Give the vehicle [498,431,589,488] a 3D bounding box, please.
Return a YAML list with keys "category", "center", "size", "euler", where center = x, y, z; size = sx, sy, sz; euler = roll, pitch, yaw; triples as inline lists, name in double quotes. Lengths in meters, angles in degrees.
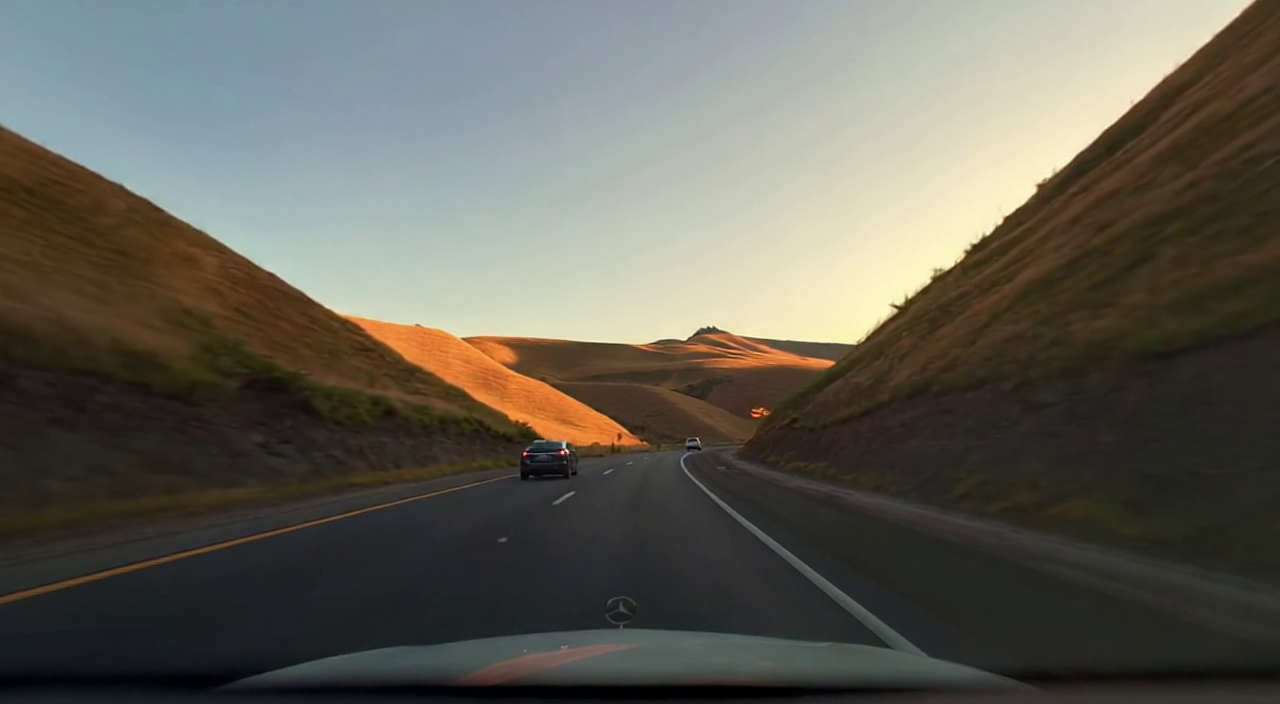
- category: "vehicle"
  center: [-3.183, 3.684, 21.938]
  size: [2.252, 1.743, 4.560]
  euler: [0, -8, 2]
